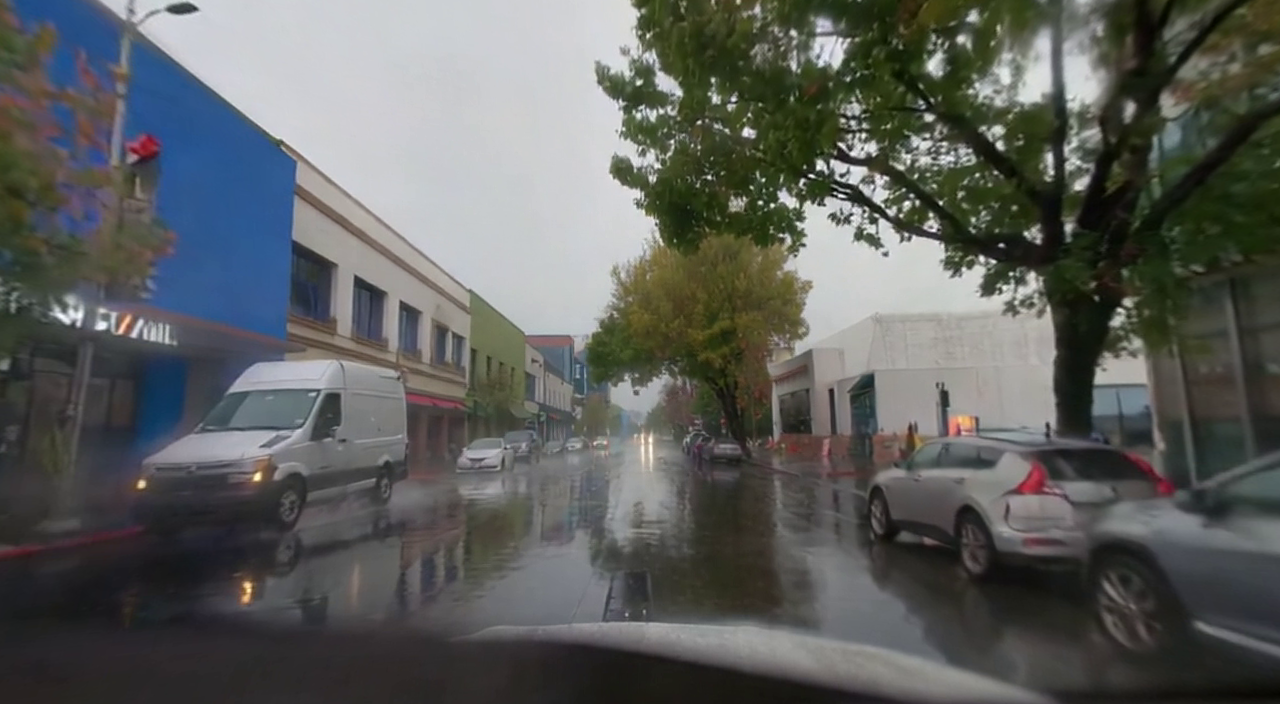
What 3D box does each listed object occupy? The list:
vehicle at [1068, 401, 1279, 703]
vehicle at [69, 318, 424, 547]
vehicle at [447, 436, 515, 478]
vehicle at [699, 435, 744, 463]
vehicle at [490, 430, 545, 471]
[{"bbox_3d":[3.816,0.819,1.554,2.065,1.520,4.853,0,-7,-1],"label":"vehicle"},{"bbox_3d":[-6.845,1.515,12.391,2.851,3.375,6.057,0,-7,2],"label":"vehicle"},{"bbox_3d":[-6.719,4.436,27.075,1.917,1.487,4.659,-2,-7,-3],"label":"vehicle"},{"bbox_3d":[4.654,5.585,36.624,1.973,1.494,4.867,0,-7,0],"label":"vehicle"},{"bbox_3d":[-6.534,5.259,34.172,2.238,1.891,4.780,-1,-6,-2],"label":"vehicle"}]
